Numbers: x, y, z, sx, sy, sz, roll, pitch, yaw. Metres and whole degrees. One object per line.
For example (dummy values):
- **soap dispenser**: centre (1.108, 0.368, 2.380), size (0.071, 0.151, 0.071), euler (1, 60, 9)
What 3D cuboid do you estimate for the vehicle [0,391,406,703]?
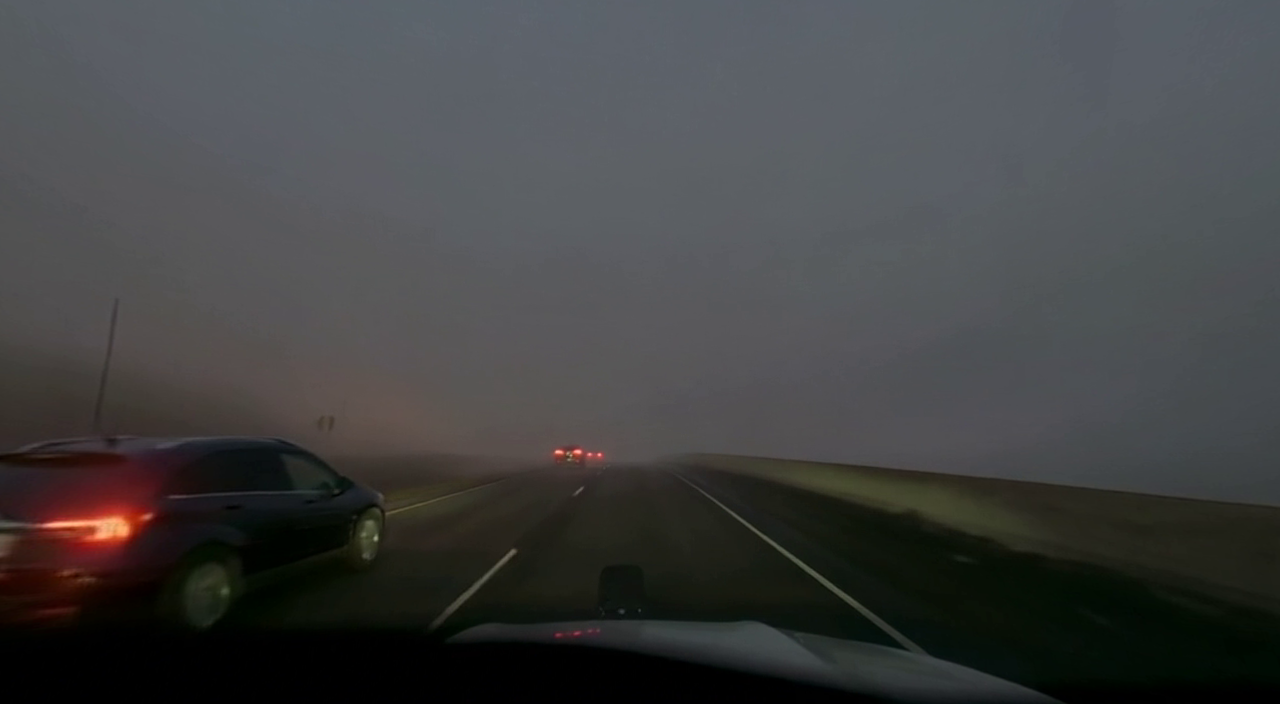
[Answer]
- **vehicle**: centre (-3.798, 1.272, 4.984), size (2.195, 1.573, 4.176), euler (0, -9, 1)

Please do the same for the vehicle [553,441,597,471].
- **vehicle**: centre (-3.833, 6.202, 37.740), size (2.133, 1.683, 4.340), euler (0, -9, 0)
